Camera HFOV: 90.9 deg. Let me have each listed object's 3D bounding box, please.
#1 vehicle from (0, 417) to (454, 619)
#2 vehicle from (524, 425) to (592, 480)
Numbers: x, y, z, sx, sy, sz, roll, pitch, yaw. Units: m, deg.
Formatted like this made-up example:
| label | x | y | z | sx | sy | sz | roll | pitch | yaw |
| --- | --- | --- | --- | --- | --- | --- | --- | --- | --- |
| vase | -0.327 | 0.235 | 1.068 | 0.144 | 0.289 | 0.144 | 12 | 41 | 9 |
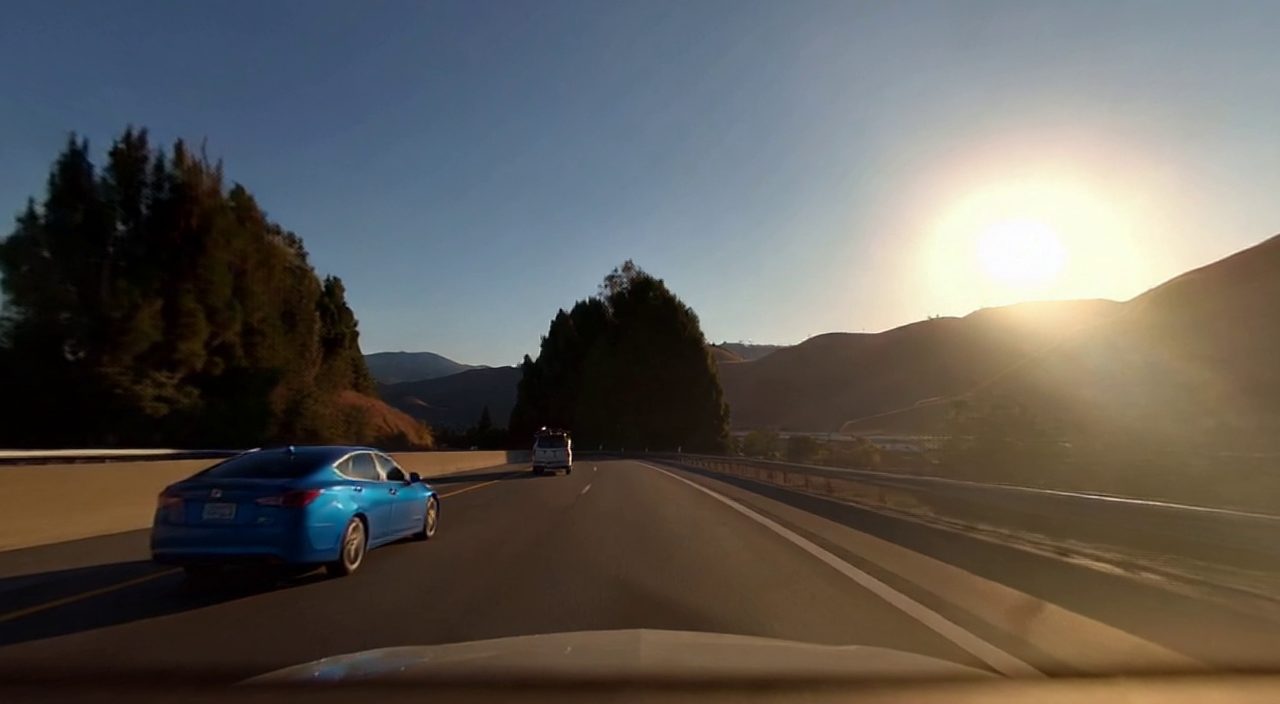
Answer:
| label | x | y | z | sx | sy | sz | roll | pitch | yaw |
| --- | --- | --- | --- | --- | --- | --- | --- | --- | --- |
| vehicle | -3.871 | 1.601 | 7.123 | 2.097 | 1.511 | 4.585 | 0 | -8 | 1 |
| vehicle | -3.557 | 4.509 | 28.507 | 2.444 | 2.204 | 5.568 | 0 | -8 | -1 |
